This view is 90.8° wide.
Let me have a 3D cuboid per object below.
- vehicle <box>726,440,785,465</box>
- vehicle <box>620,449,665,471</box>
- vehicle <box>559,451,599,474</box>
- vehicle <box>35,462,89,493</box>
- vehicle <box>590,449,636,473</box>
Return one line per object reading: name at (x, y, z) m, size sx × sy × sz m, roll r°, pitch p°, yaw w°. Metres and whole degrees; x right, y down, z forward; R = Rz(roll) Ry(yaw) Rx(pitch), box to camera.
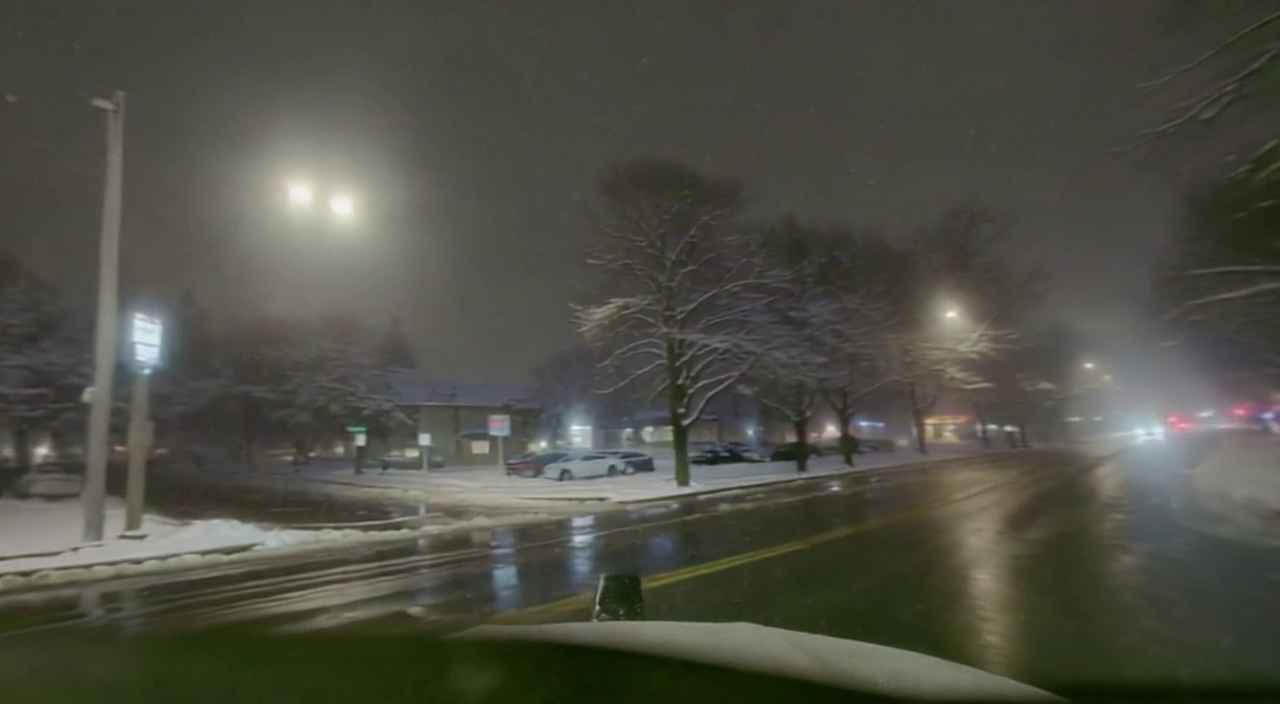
vehicle at (8.649, 7.593, 47.882) m, size 2.112 × 1.719 × 5.483 m, roll 2°, pitch -9°, yaw -16°
vehicle at (0.122, 8.118, 47.799) m, size 2.102 × 1.541 × 4.416 m, roll 3°, pitch -9°, yaw -18°
vehicle at (-4.254, 7.614, 43.594) m, size 2.130 × 1.458 × 4.157 m, roll 2°, pitch -9°, yaw -13°
vehicle at (-40.388, 8.793, 44.101) m, size 4.560 × 1.862 × 2.290 m, roll -12°, pitch -11°, yaw 41°
vehicle at (-1.972, 7.658, 44.501) m, size 2.121 × 1.541 × 5.124 m, roll 2°, pitch -9°, yaw -15°
